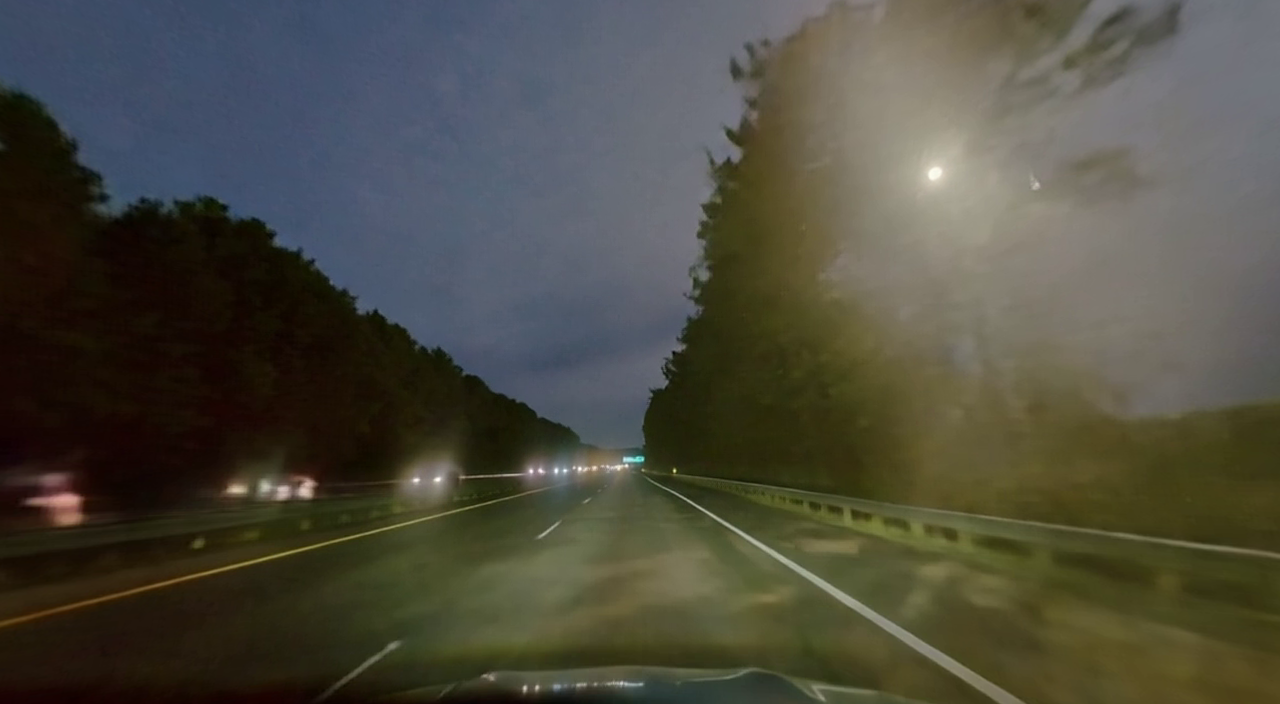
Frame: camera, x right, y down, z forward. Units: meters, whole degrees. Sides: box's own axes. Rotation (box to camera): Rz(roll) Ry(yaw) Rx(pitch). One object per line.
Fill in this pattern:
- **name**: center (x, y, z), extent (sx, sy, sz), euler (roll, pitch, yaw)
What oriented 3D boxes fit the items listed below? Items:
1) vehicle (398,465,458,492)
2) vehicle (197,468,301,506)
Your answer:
- **vehicle**: center (-12.909, 7.730, 38.694), extent (2.071, 1.483, 4.711), euler (1, -11, -1)
- **vehicle**: center (-17.131, 5.920, 27.909), extent (1.806, 1.484, 4.295), euler (1, -11, 0)
